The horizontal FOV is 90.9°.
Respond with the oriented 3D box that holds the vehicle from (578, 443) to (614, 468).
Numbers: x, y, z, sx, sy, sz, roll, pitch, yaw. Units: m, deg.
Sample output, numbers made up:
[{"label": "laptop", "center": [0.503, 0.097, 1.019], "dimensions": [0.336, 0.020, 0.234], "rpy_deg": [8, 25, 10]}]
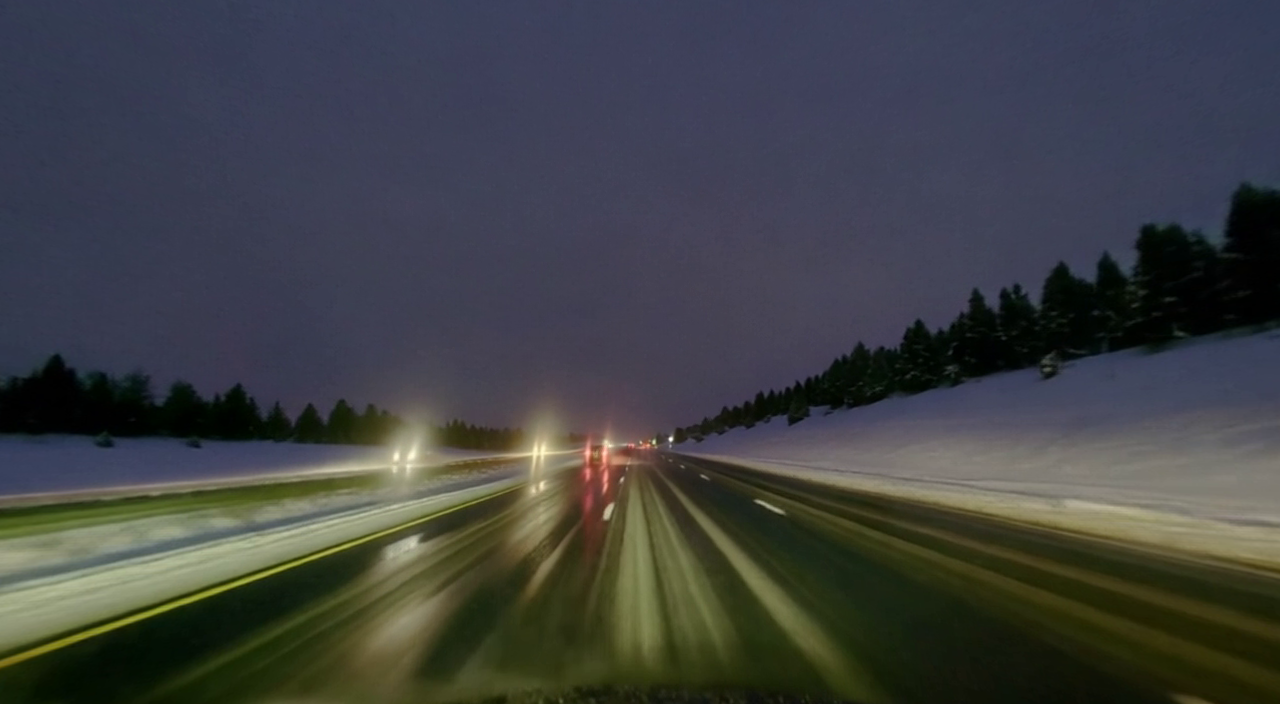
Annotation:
[{"label": "vehicle", "center": [-2.654, 6.409, 39.285], "dimensions": [1.991, 1.475, 4.302], "rpy_deg": [0, -8, -1]}]
